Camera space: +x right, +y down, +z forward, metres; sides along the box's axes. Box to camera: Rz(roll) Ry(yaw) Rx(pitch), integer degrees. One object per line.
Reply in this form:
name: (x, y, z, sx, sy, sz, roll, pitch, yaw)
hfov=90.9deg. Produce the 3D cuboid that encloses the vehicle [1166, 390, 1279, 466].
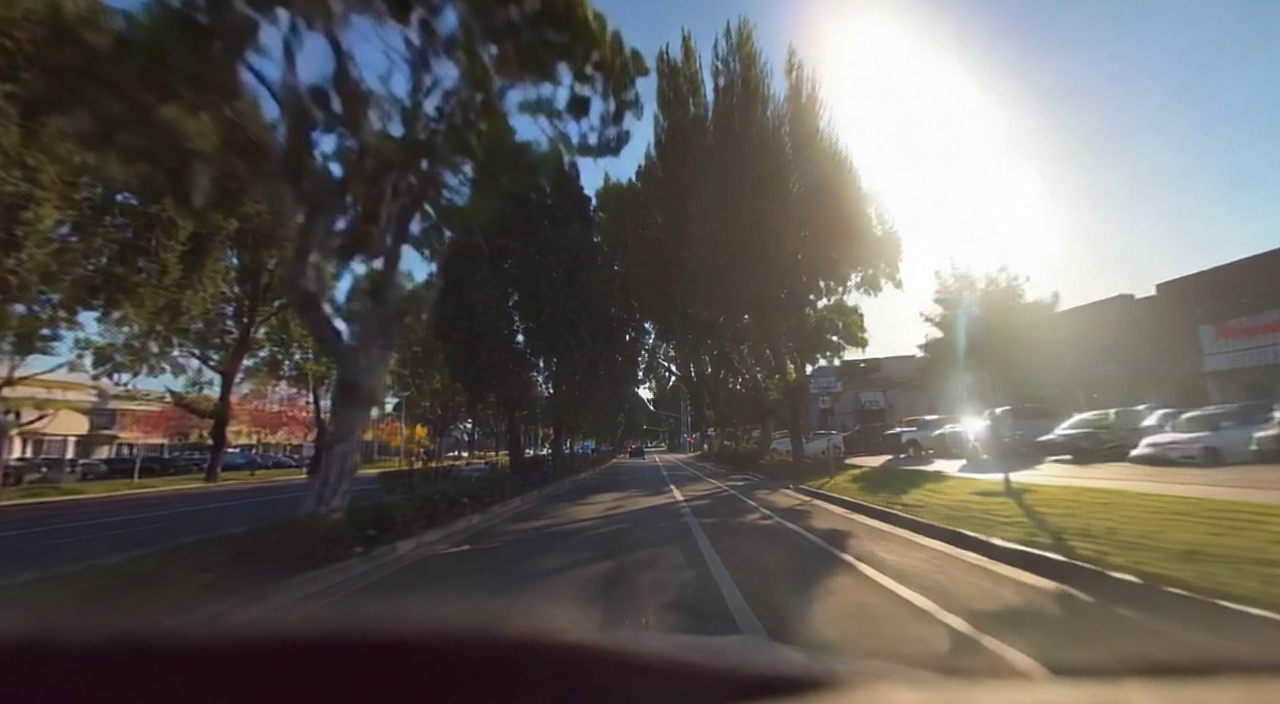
vehicle: (13.410, 1.566, 12.879, 3.547, 1.438, 1.891, 0, -9, 0)

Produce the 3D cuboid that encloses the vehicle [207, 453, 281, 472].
vehicle: (-30.588, 8.557, 48.787, 4.448, 1.430, 1.888, -1, -9, 1)

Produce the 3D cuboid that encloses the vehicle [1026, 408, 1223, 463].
vehicle: (13.347, 2.341, 17.565, 3.820, 1.413, 1.952, 0, -9, 0)
